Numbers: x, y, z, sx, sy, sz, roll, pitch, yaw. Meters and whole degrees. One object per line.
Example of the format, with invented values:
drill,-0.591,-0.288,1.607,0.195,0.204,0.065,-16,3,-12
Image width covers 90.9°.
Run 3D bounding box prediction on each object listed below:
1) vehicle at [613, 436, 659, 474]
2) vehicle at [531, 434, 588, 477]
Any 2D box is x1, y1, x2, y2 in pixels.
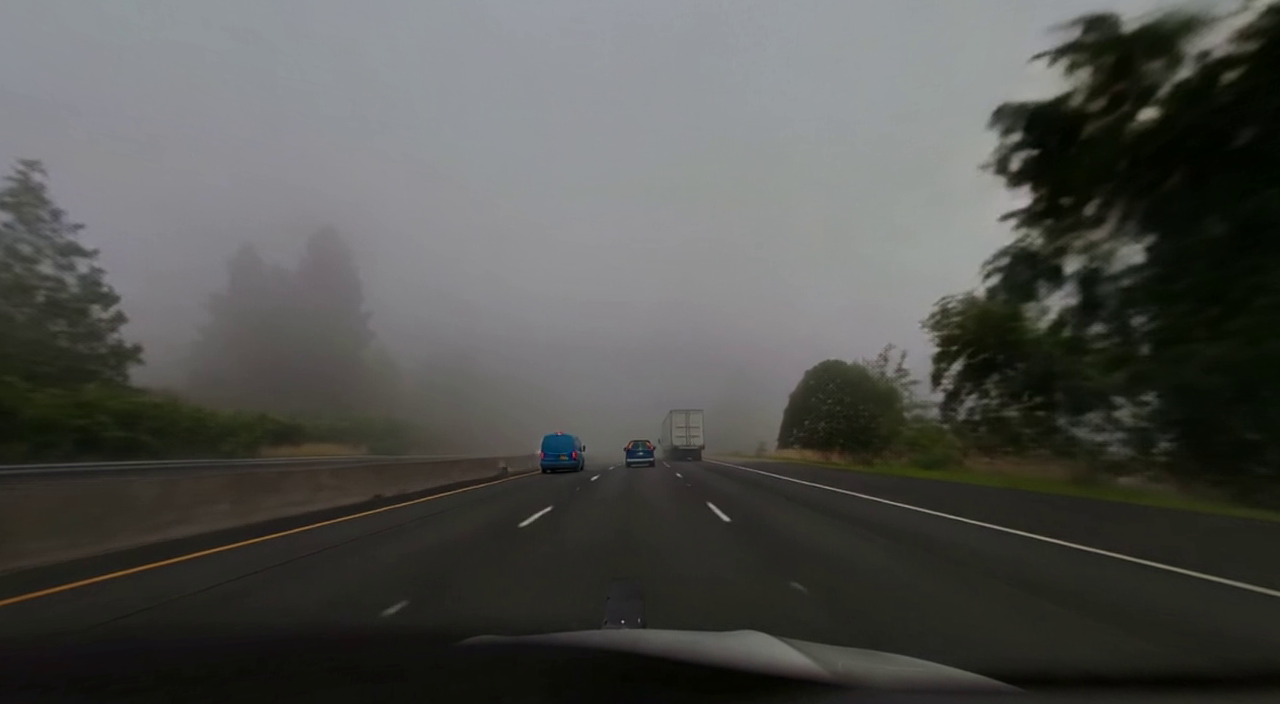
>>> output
vehicle,-0.202,5.375,32.880,2.209,1.825,4.036,-1,-9,0
vehicle,-4.009,5.262,32.247,2.167,1.991,5.062,-1,-9,1
